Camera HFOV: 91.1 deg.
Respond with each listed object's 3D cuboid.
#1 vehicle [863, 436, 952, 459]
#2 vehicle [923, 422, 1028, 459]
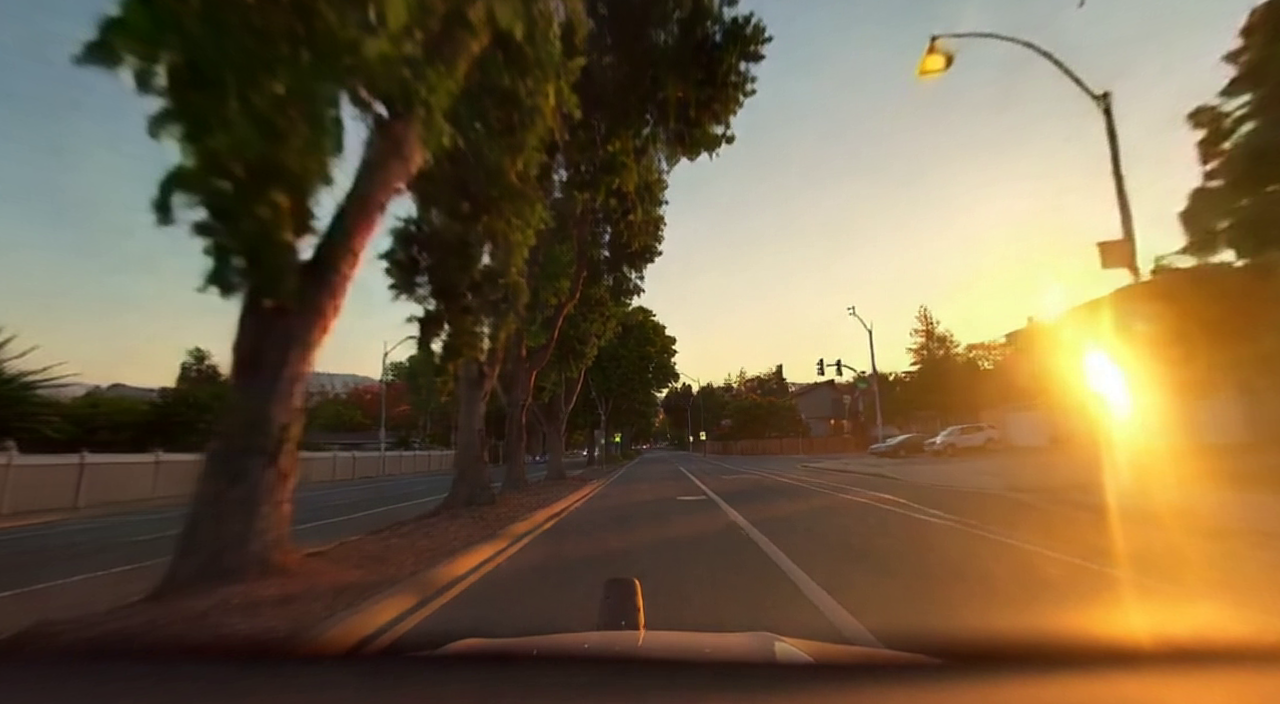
[{"bbox_3d":[18.244,6.542,42.935,5.126,1.469,2.009,-1,-8,0],"label":"vehicle"},{"bbox_3d":[18.617,4.931,35.009,4.611,1.920,2.043,0,-8,-2],"label":"vehicle"}]
